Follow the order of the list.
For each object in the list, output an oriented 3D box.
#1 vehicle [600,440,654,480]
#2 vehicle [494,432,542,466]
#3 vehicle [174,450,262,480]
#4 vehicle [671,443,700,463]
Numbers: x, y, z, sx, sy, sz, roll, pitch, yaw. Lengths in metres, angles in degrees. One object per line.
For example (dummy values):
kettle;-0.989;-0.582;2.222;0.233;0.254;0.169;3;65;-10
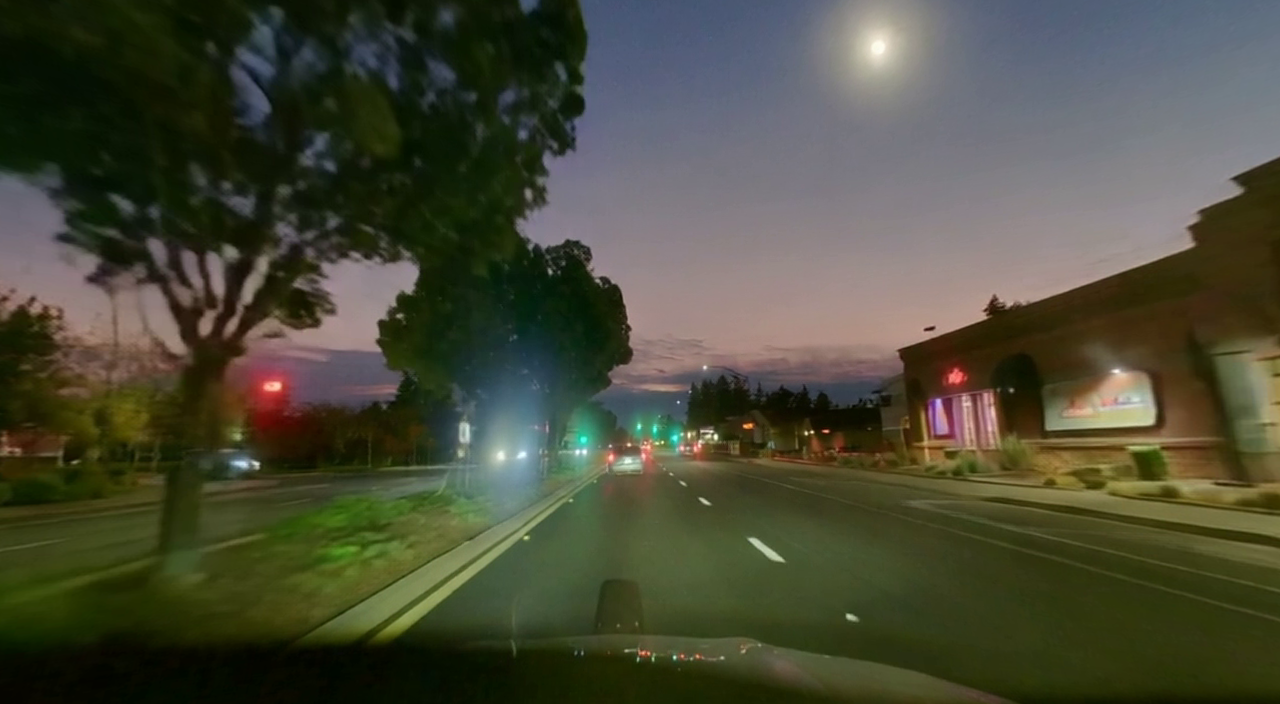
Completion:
vehicle;-0.495;4.330;25.548;2.006;1.487;3.535;0;-9;0
vehicle;-8.558;6.901;44.897;2.274;2.201;5.710;0;-9;0
vehicle;-23.536;6.311;35.295;3.650;1.487;1.757;-1;-8;-1
vehicle;3.490;7.804;49.099;1.910;1.474;4.003;0;-9;-1
